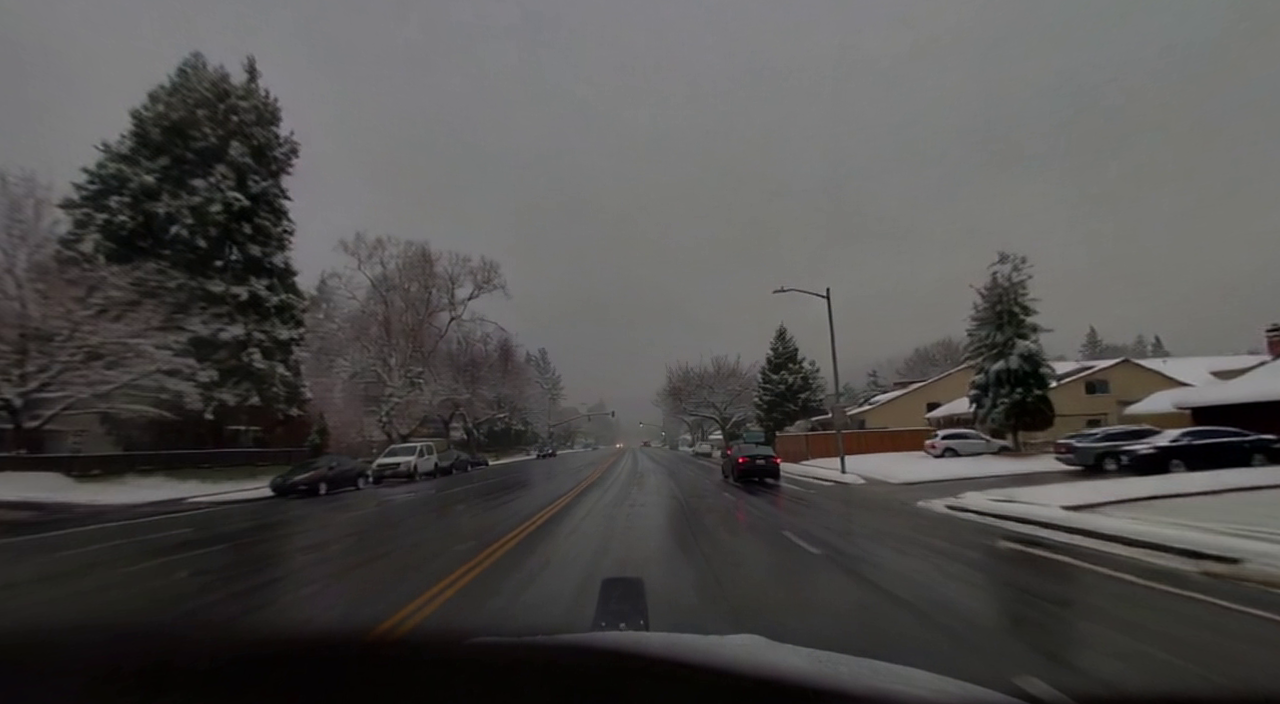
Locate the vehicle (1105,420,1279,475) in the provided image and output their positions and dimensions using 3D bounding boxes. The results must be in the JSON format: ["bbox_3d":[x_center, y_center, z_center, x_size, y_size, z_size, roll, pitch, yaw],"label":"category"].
[{"bbox_3d":[16.941,2.875,19.055,4.065,1.557,2.107,0,-8,0],"label":"vehicle"}]

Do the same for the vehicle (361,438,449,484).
[{"bbox_3d":[-11.397,5.305,31.113,2.180,1.953,5.787,-2,-8,0],"label":"vehicle"}]

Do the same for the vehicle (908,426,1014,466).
[{"bbox_3d":[14.907,4.406,29.656,2.129,1.699,4.906,0,-8,-3],"label":"vehicle"}]

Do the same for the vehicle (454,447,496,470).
[{"bbox_3d":[-11.502,7.423,44.147,1.911,1.524,4.256,0,-8,-1],"label":"vehicle"}]

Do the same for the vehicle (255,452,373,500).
[{"bbox_3d":[-11.262,4.282,22.159,1.829,1.441,4.355,0,-8,-1],"label":"vehicle"}]

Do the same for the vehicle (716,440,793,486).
[{"bbox_3d":[4.060,4.018,23.184,1.956,1.492,4.425,0,-8,-1],"label":"vehicle"}]
